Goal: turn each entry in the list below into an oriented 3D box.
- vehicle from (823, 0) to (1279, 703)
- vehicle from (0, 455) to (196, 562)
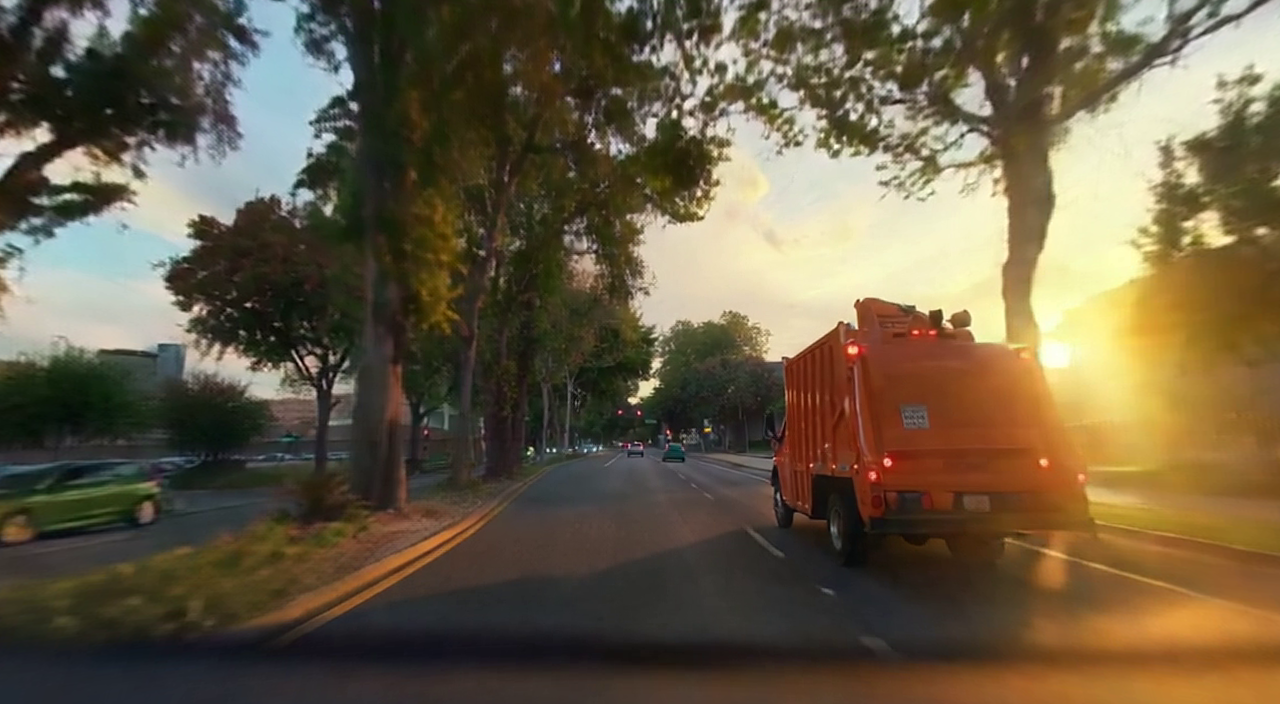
[{"bbox_3d":[3.889,0.058,2.910,2.731,3.407,10.262,0,-9,-2],"label":"vehicle"},{"bbox_3d":[-13.394,3.398,14.631,2.290,1.943,5.833,0,-9,-4],"label":"vehicle"}]
